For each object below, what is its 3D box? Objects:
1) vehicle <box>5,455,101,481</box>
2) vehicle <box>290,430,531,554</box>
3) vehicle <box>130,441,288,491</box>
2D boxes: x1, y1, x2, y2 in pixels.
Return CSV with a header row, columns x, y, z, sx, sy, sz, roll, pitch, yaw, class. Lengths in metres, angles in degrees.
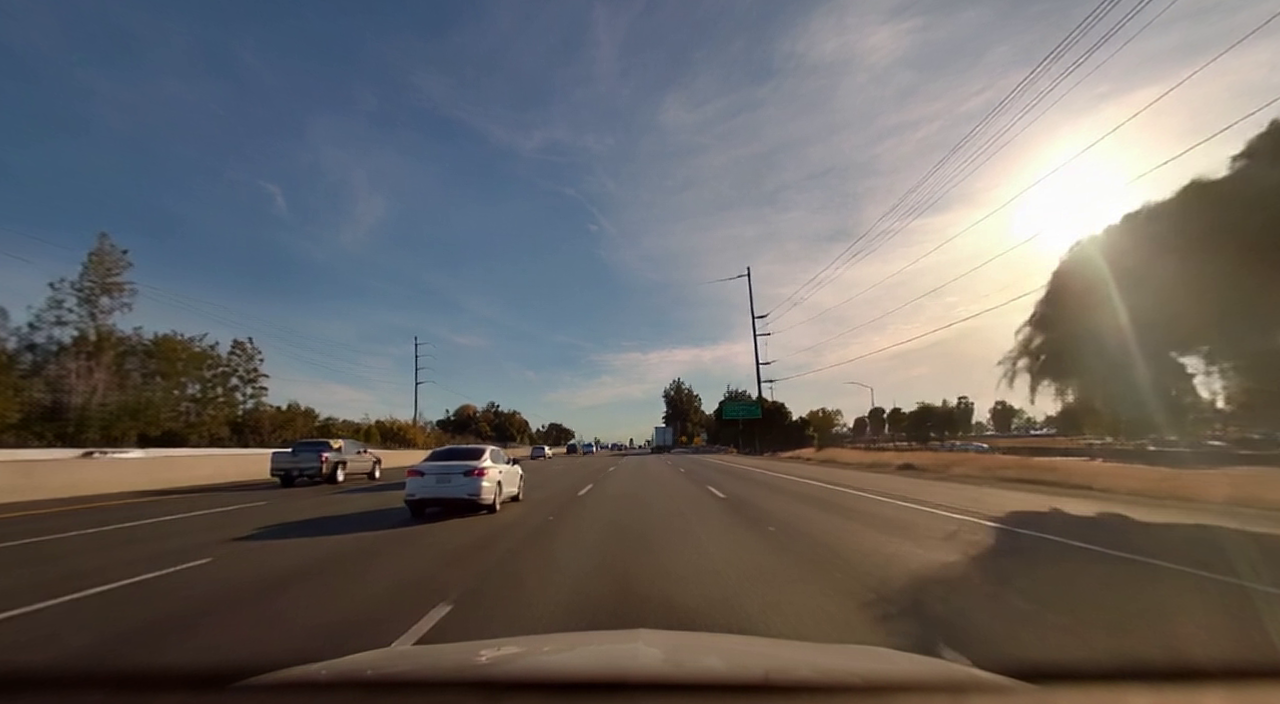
x,y,z,sx,sy,sz,roll,pitch,yaw,class
-38.612,7.615,41.574,1.853,1.560,4.602,0,-9,1,vehicle
-3.320,2.137,10.455,2.045,1.532,4.954,0,-9,1,vehicle
-14.577,3.856,21.746,2.039,1.516,4.780,0,-9,1,vehicle
